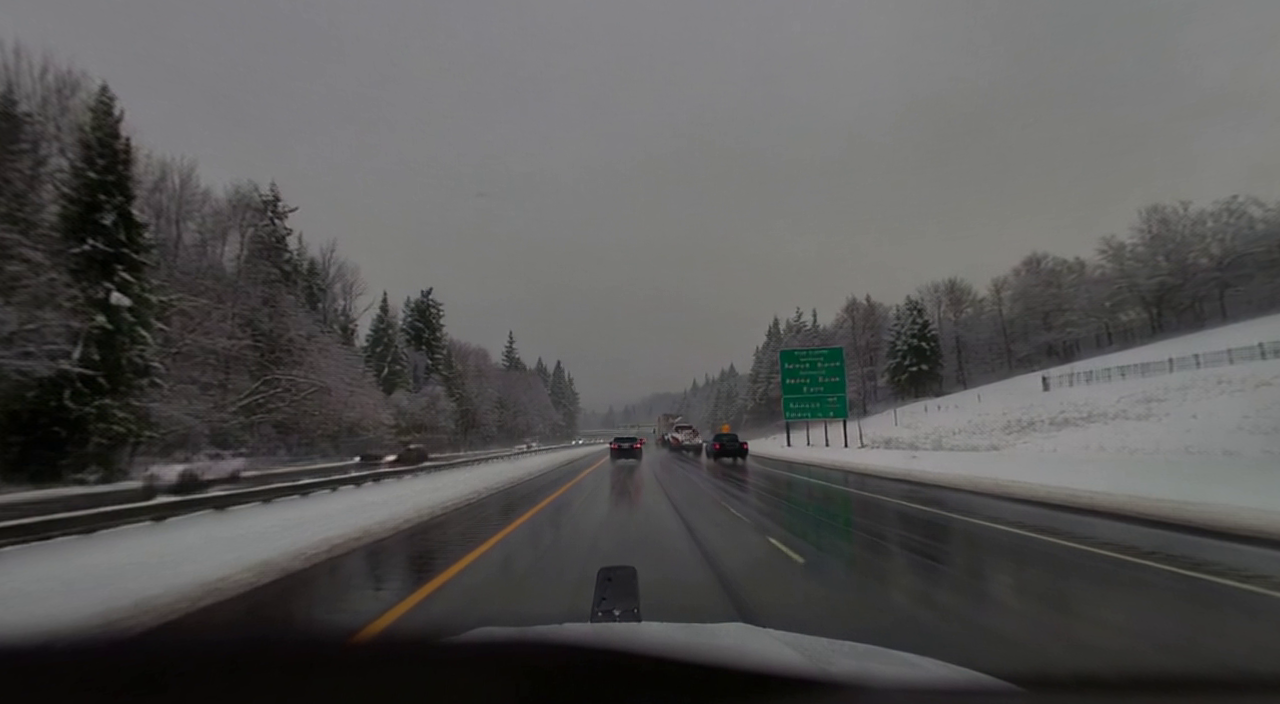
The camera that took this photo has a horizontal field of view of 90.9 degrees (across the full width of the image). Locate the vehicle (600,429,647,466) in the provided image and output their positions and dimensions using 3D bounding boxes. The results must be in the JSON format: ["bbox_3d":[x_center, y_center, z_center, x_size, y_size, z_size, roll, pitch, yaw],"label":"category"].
[{"bbox_3d":[-0.819,4.744,31.582,2.206,1.681,4.111,0,-8,-1],"label":"vehicle"}]

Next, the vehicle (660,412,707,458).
[{"bbox_3d":[3.029,6.058,45.884,2.728,3.053,7.708,0,-8,-1],"label":"vehicle"}]

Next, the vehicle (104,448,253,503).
[{"bbox_3d":[-14.043,3.737,19.492,1.806,1.418,3.732,0,-8,-1],"label":"vehicle"}]

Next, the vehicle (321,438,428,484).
[{"bbox_3d":[-9.776,3.995,23.629,2.163,1.522,4.269,0,-8,0],"label":"vehicle"}]

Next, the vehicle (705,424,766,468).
[{"bbox_3d":[4.375,4.379,29.668,2.073,1.905,4.023,0,-8,-3],"label":"vehicle"}]
